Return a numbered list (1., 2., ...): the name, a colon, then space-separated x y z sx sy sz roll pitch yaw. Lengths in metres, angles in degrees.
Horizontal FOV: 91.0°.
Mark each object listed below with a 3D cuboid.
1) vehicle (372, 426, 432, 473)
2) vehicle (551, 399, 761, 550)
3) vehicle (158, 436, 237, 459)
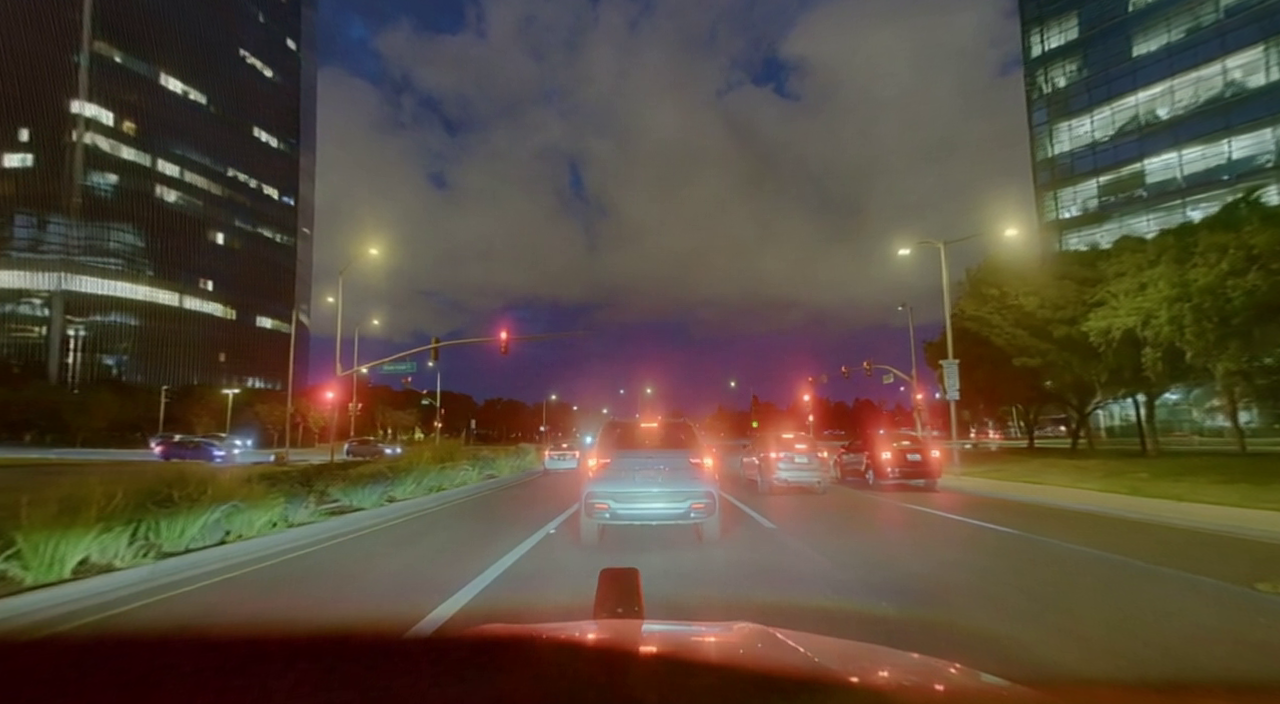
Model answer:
1. vehicle: -13.162 5.359 34.771 2.717 2.310 6.448 3 -9 -21
2. vehicle: 0.200 1.874 10.189 2.601 1.878 4.535 0 -9 0
3. vehicle: -34.361 7.427 48.962 4.622 1.742 1.965 0 -9 -1
